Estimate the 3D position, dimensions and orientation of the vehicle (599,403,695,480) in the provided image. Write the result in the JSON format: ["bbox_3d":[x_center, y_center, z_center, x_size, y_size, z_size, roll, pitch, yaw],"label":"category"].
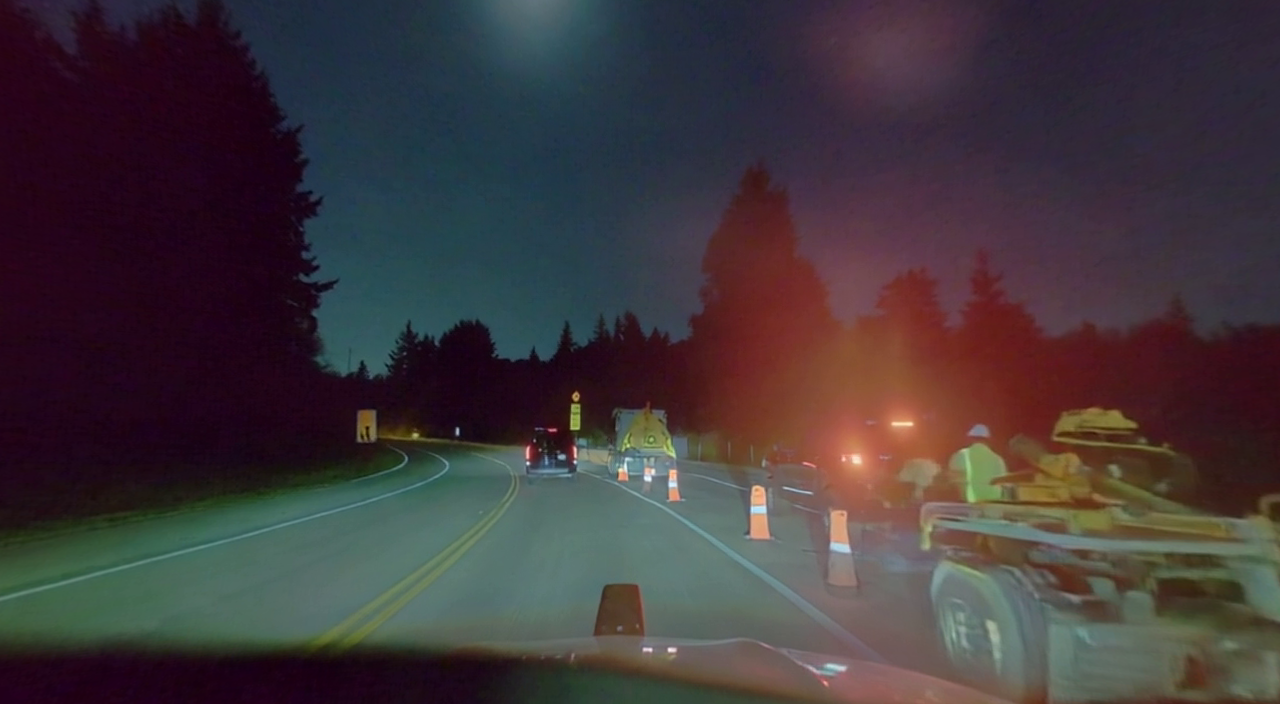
[{"bbox_3d":[0.053,4.432,31.883,3.126,3.310,8.534,1,-8,-11],"label":"vehicle"}]

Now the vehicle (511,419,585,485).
[{"bbox_3d":[-3.638,3.798,24.146,2.362,2.223,4.892,2,-9,-13],"label":"vehicle"}]
